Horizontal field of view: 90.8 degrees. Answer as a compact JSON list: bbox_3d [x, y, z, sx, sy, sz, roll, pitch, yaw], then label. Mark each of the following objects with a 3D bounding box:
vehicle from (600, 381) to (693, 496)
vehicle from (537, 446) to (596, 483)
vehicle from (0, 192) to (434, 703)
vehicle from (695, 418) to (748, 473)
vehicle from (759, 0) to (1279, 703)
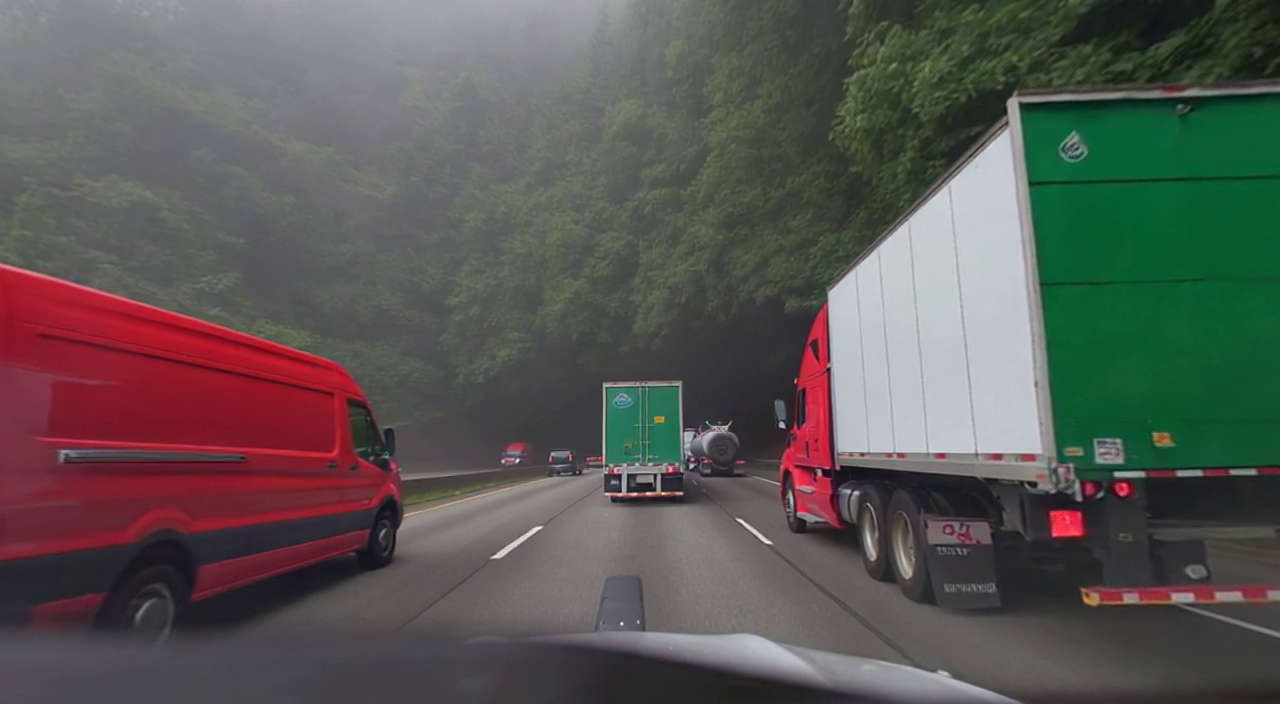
[{"bbox_3d":[0.165,3.332,23.692,2.773,3.455,9.118,0,-9,0],"label":"vehicle"},{"bbox_3d":[-3.502,5.474,30.986,2.134,1.652,4.439,0,-9,3],"label":"vehicle"},{"bbox_3d":[-4.160,0.955,5.409,2.525,2.572,6.260,0,-9,1],"label":"vehicle"},{"bbox_3d":[5.772,6.965,46.685,2.706,3.500,11.483,0,-9,2],"label":"vehicle"},{"bbox_3d":[4.451,0.614,9.313,3.139,4.152,11.915,0,-9,0],"label":"vehicle"}]
